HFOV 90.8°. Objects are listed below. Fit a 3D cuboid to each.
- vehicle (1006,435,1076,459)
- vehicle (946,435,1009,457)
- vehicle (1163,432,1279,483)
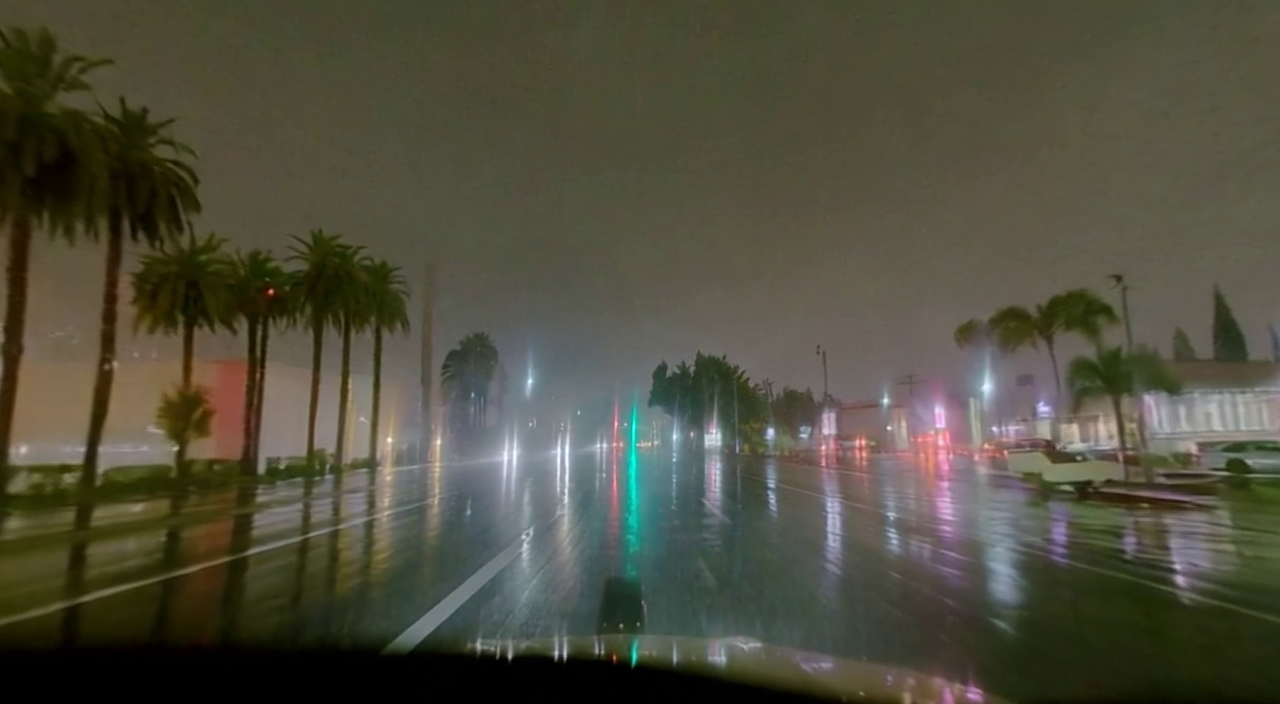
[{"bbox_3d":[30.354,7.214,47.989,4.058,1.538,1.994,-7,-8,23],"label":"vehicle"},{"bbox_3d":[25.362,7.076,47.556,3.996,1.617,1.807,-4,-9,27],"label":"vehicle"},{"bbox_3d":[21.526,3.655,22.144,4.620,1.475,1.904,-3,-9,-2],"label":"vehicle"}]
